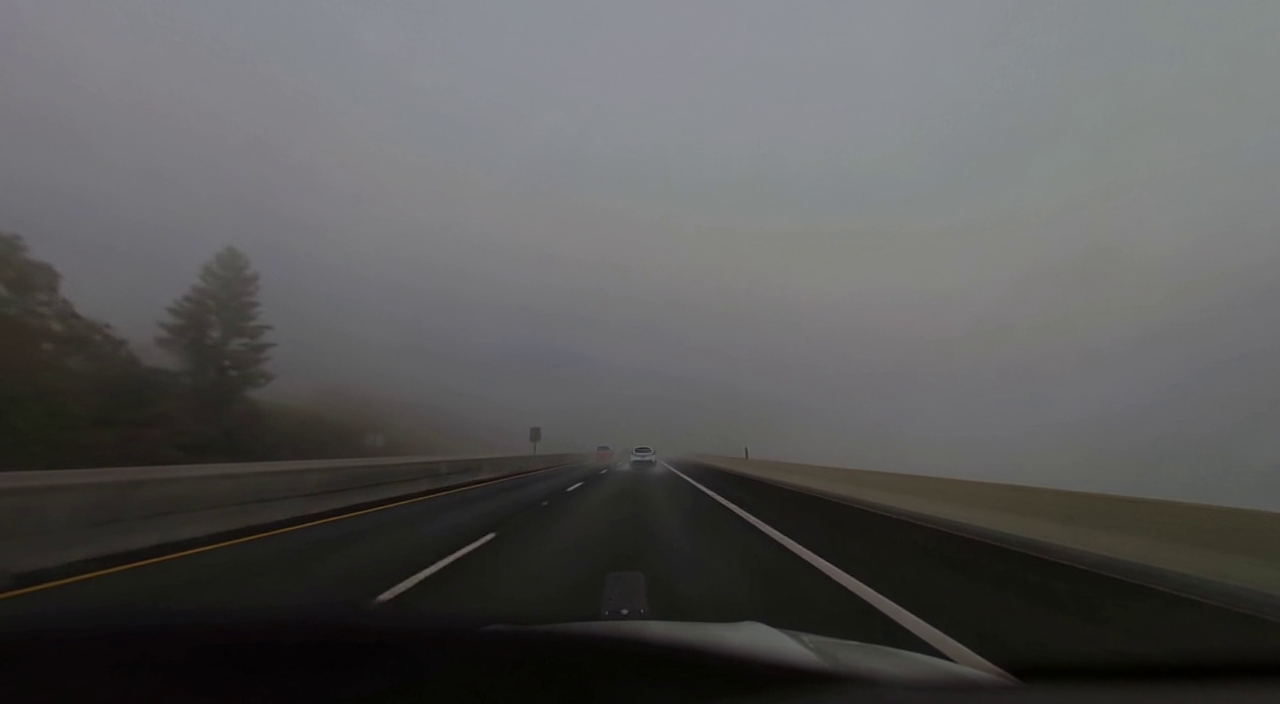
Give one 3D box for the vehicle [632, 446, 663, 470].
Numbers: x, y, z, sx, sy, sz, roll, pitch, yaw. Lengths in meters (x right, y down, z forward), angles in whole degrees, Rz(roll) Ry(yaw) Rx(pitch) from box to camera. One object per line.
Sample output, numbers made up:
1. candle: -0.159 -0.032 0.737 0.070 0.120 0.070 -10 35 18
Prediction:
1. vehicle: 0.502 6.959 41.410 1.934 1.488 3.832 0 -9 1
